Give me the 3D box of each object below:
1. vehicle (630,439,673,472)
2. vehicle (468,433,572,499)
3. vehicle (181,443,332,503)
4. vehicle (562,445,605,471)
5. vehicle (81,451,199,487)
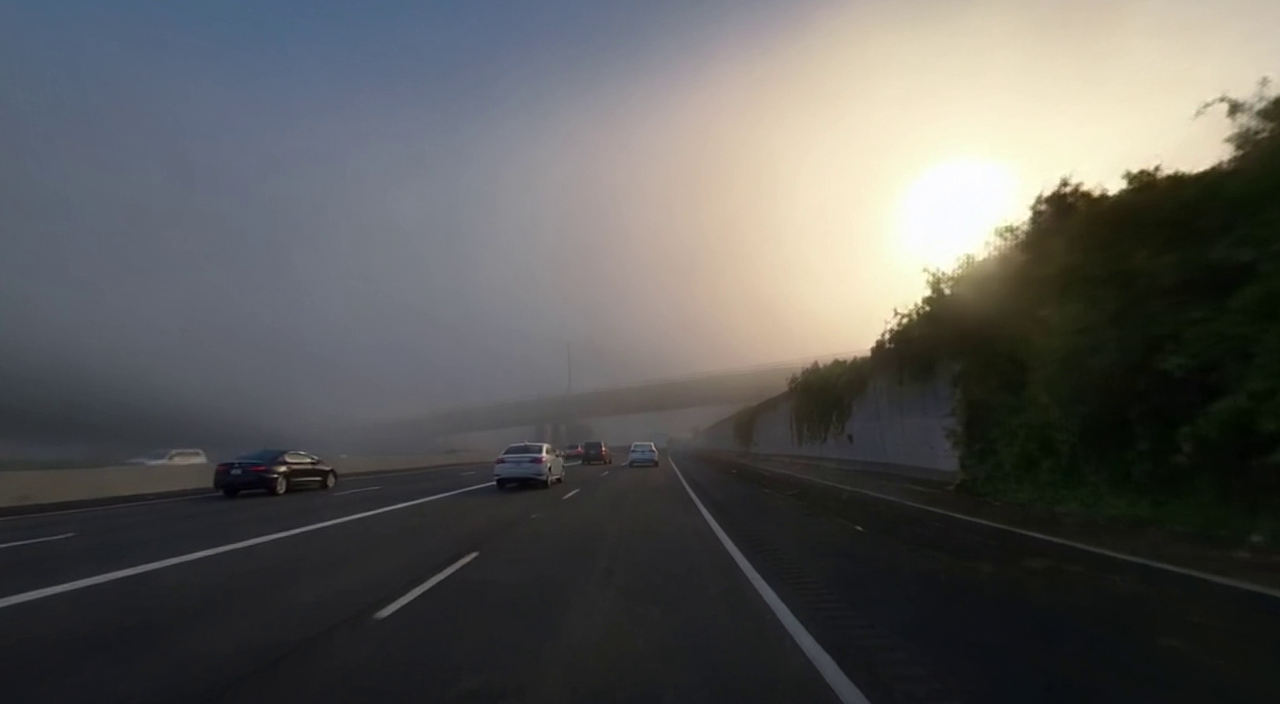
[{"bbox_3d":[0.635,5.560,34.060,2.160,1.678,4.178,0,-8,2],"label":"vehicle"},{"bbox_3d":[-3.431,3.363,19.001,2.161,1.759,4.482,0,-8,1],"label":"vehicle"},{"bbox_3d":[-11.868,3.720,19.852,1.954,1.640,4.339,0,-8,1],"label":"vehicle"},{"bbox_3d":[-3.377,6.416,38.311,1.997,1.490,4.471,0,-8,2],"label":"vehicle"},{"bbox_3d":[-28.209,6.586,35.707,2.250,1.781,5.205,0,-8,2],"label":"vehicle"}]
